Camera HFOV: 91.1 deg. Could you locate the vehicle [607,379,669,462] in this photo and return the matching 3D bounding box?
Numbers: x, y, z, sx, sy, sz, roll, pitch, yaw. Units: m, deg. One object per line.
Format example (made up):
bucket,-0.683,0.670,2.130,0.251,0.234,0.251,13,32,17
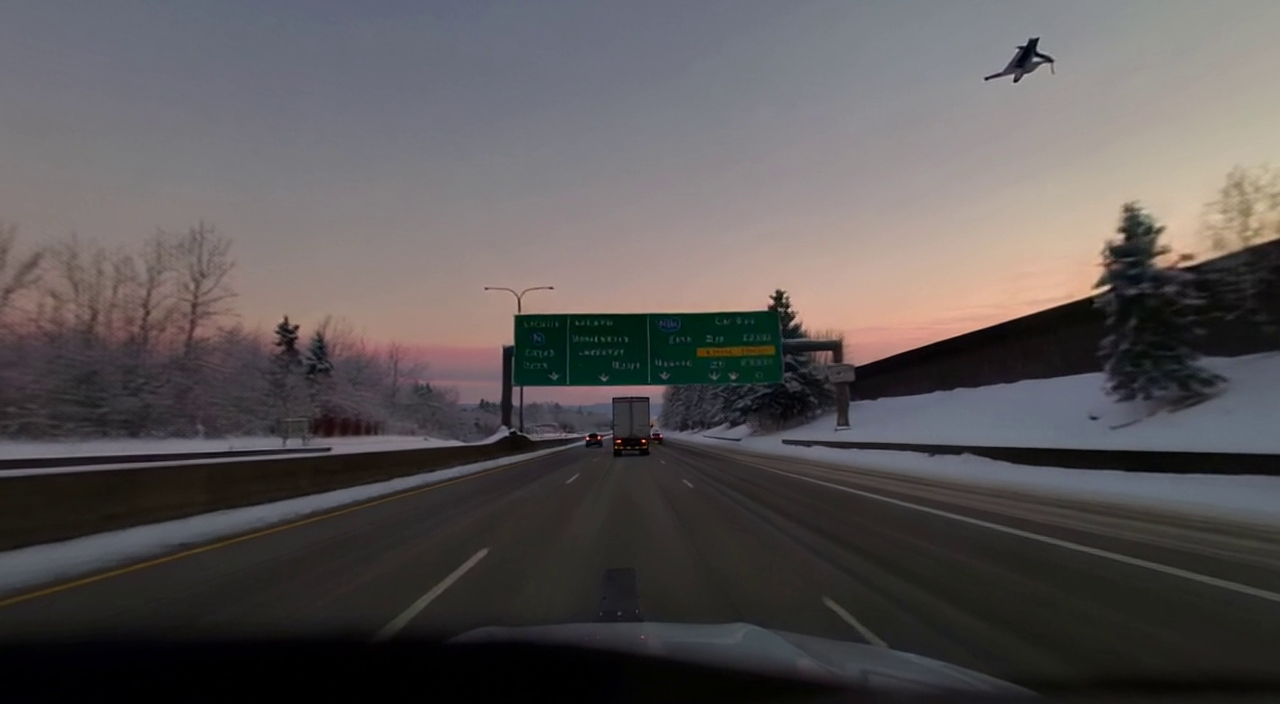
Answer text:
vehicle,-0.179,4.358,38.286,2.965,3.972,16.689,0,-8,-1
